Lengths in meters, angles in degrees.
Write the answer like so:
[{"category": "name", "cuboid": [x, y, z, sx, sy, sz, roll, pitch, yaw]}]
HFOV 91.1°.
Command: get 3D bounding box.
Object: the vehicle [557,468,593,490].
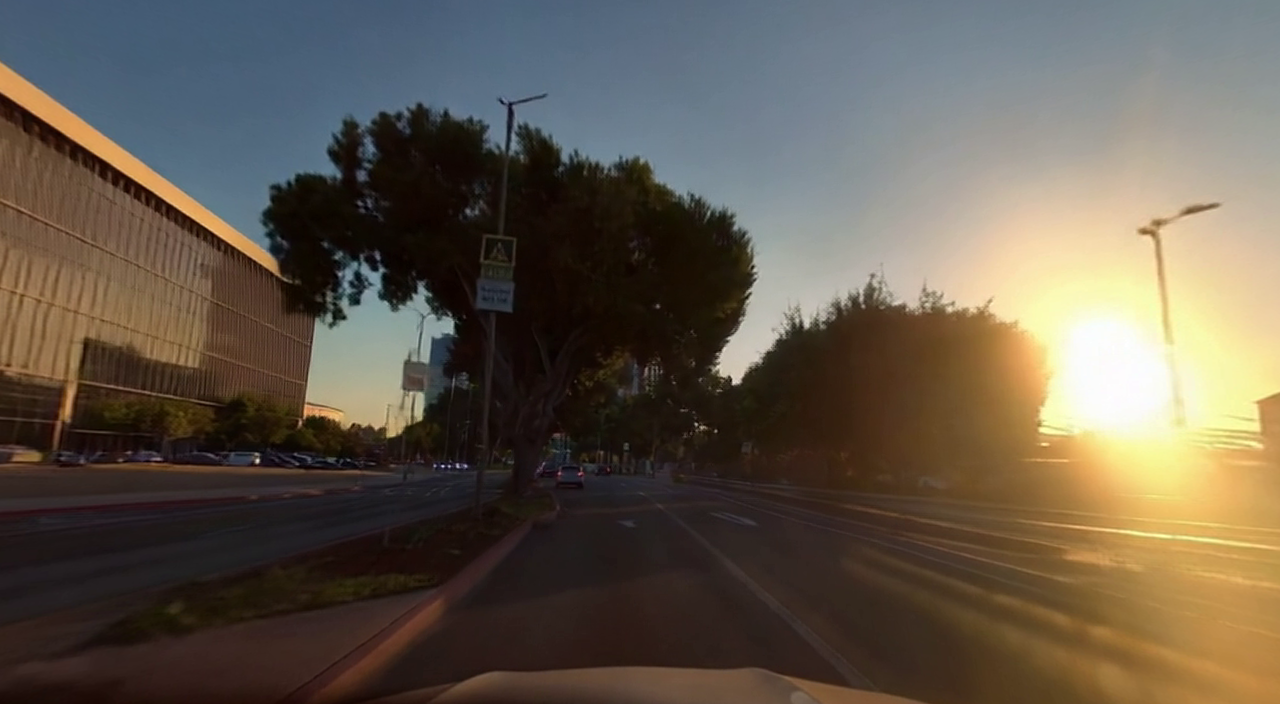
[{"category": "vehicle", "cuboid": [-3.841, 7.417, 36.708, 1.775, 1.186, 2.933, 3, -11, -12]}]
